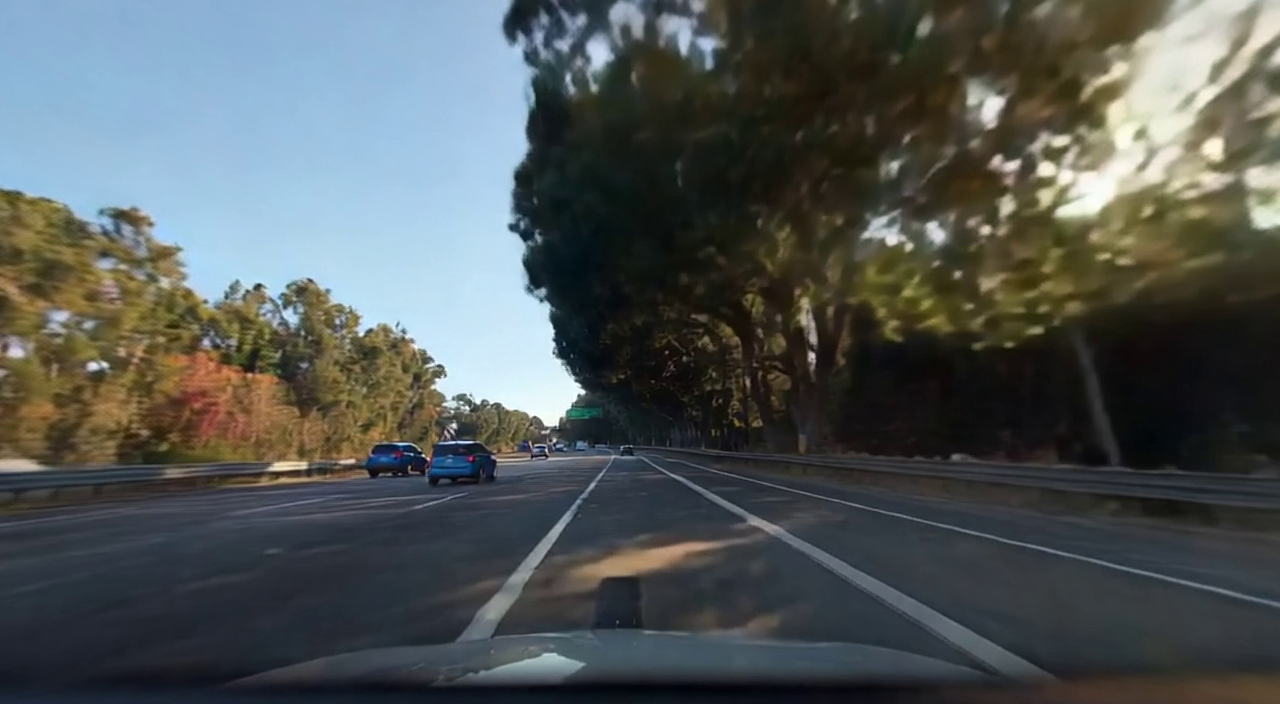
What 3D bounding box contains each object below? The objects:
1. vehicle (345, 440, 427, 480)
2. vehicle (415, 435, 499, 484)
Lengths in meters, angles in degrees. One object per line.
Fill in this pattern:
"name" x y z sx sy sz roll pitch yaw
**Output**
"vehicle" -11.656 4.976 29.325 2.016 1.711 4.365 0 -9 -1
"vehicle" -7.316 4.348 25.741 2.146 1.766 4.502 0 -9 -1
